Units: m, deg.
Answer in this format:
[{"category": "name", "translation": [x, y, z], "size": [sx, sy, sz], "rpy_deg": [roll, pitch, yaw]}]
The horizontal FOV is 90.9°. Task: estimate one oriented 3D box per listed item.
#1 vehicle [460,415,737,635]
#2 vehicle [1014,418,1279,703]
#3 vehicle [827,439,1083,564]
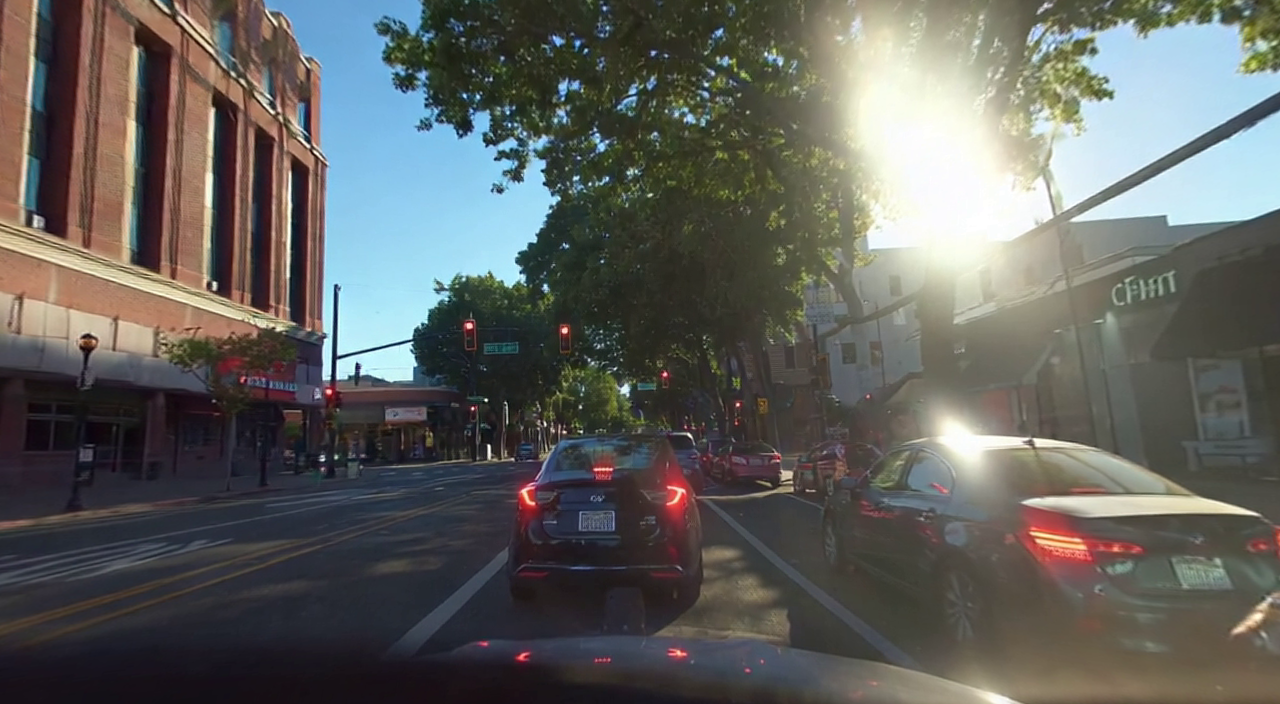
[{"category": "vehicle", "translation": [-0.284, 1.456, 6.237], "size": [1.888, 1.489, 3.703], "rpy_deg": [0, -8, 0]}, {"category": "vehicle", "translation": [3.176, 0.824, 1.150], "size": [2.006, 1.496, 4.767], "rpy_deg": [0, -8, -1]}, {"category": "vehicle", "translation": [4.527, 2.157, 10.045], "size": [1.912, 1.505, 4.618], "rpy_deg": [-1, -8, 3]}]
